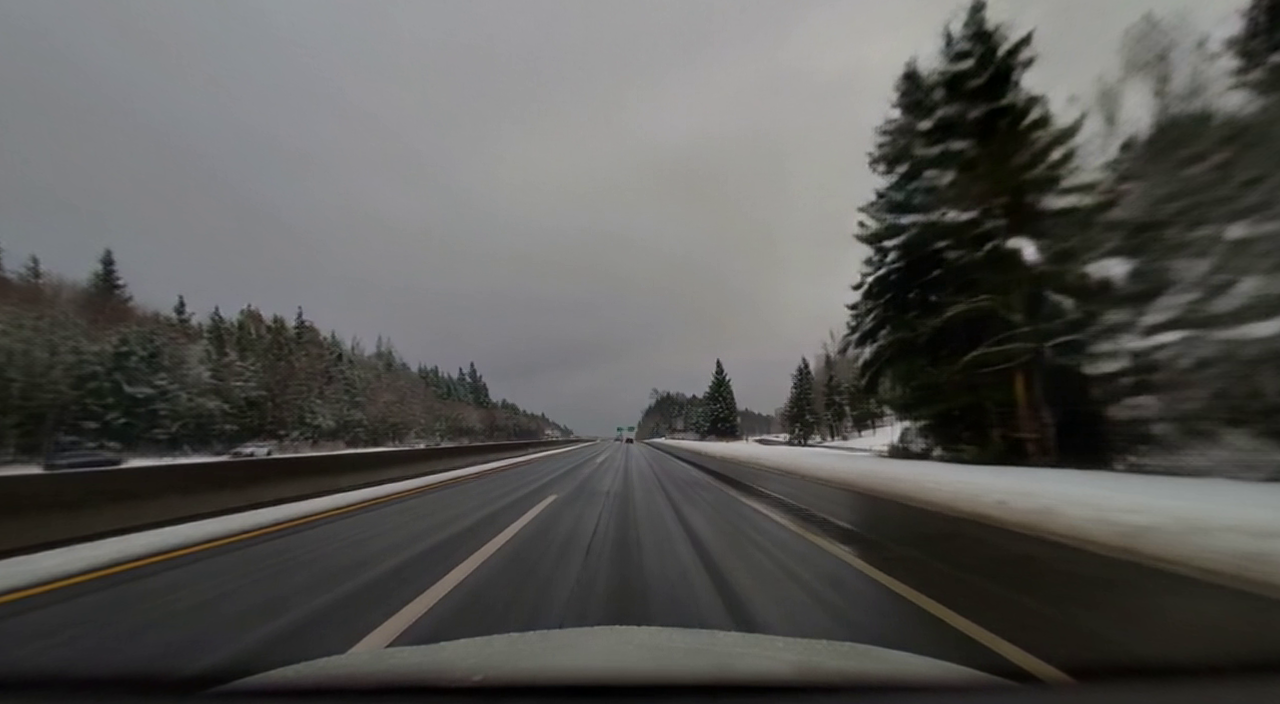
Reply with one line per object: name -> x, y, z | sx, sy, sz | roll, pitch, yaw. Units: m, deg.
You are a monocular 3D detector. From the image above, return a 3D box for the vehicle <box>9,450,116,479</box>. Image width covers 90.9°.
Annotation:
vehicle -> -33.314, 6.459, 36.535 | 1.835, 1.479, 4.687 | 0, -8, -1
